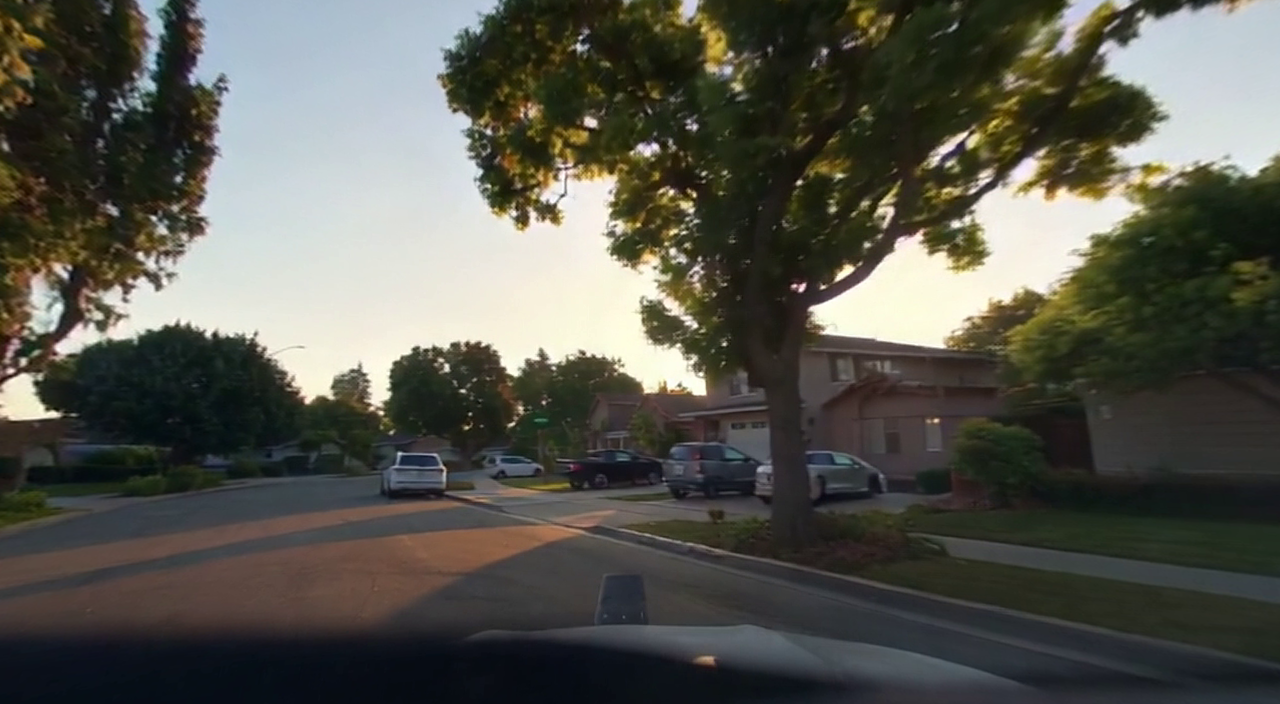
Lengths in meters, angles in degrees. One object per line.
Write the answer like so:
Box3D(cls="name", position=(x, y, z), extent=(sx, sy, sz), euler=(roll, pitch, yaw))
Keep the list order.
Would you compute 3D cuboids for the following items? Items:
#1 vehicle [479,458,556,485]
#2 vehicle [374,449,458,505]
Box3D(cls="vehicle", position=(-7.513, 7.286, 38.553), extent=(4.457, 1.510, 1.762), euler=(2, -9, -13))
Box3D(cls="vehicle", position=(-8.415, 4.535, 23.345), extent=(2.163, 1.760, 4.591), euler=(5, -10, -28))
